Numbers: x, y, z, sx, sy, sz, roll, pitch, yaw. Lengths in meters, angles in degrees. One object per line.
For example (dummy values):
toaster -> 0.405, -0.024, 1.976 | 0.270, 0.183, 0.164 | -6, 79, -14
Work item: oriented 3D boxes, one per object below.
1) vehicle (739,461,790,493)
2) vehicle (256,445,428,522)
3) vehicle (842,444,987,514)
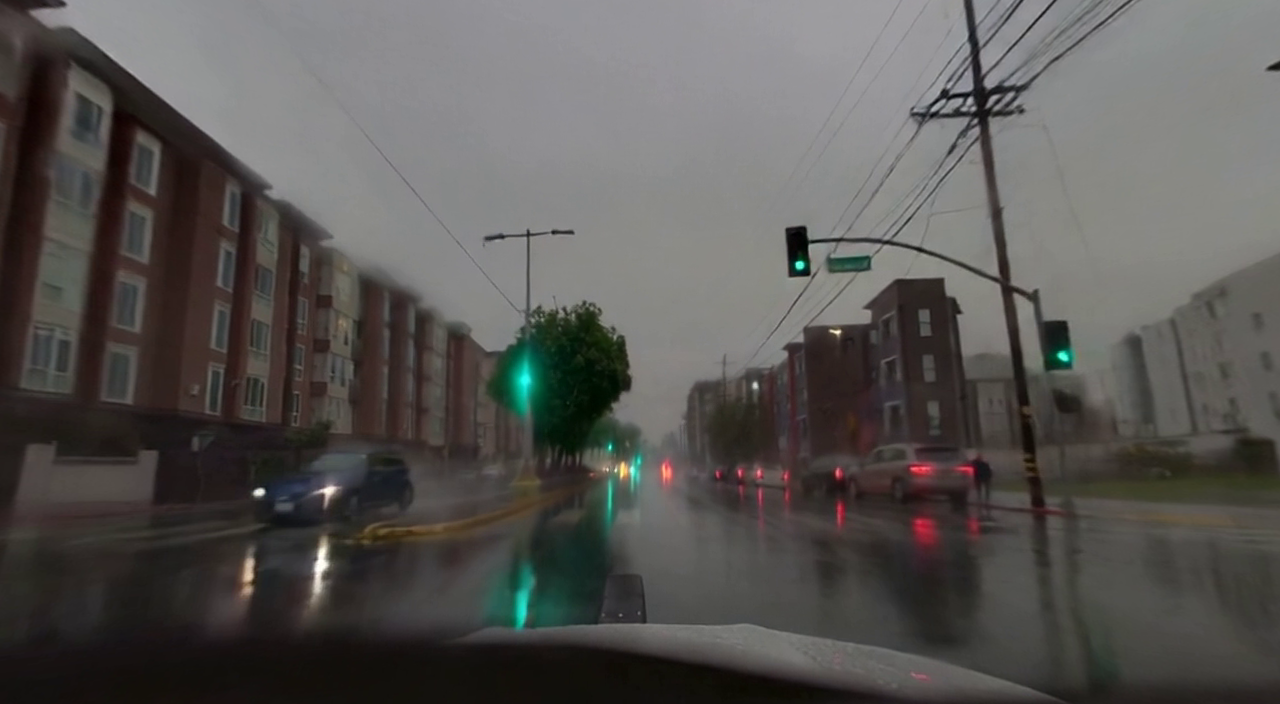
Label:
vehicle -> 7.443, 7.515, 38.281 | 2.143, 1.731, 4.781 | 0, -9, 0
vehicle -> -7.093, 3.150, 15.683 | 2.180, 1.608, 4.321 | 0, -9, -1
vehicle -> 7.506, 3.482, 17.881 | 1.996, 1.704, 4.490 | 0, -9, -1
